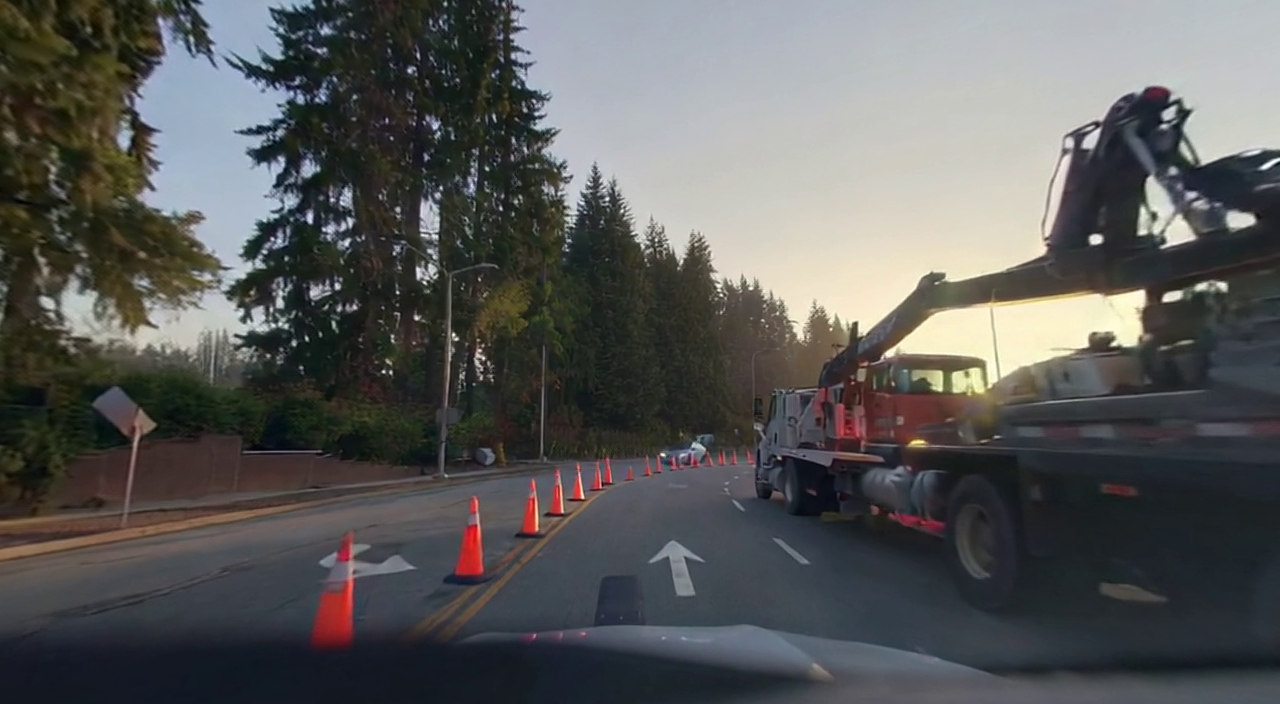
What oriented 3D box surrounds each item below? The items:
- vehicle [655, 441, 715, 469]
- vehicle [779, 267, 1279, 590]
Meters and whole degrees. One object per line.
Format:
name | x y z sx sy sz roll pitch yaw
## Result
vehicle | 2.704 5.993 37.041 1.945 1.494 4.201 -4 -9 27
vehicle | 3.564 0.911 7.445 2.874 2.542 4.840 0 -9 2
